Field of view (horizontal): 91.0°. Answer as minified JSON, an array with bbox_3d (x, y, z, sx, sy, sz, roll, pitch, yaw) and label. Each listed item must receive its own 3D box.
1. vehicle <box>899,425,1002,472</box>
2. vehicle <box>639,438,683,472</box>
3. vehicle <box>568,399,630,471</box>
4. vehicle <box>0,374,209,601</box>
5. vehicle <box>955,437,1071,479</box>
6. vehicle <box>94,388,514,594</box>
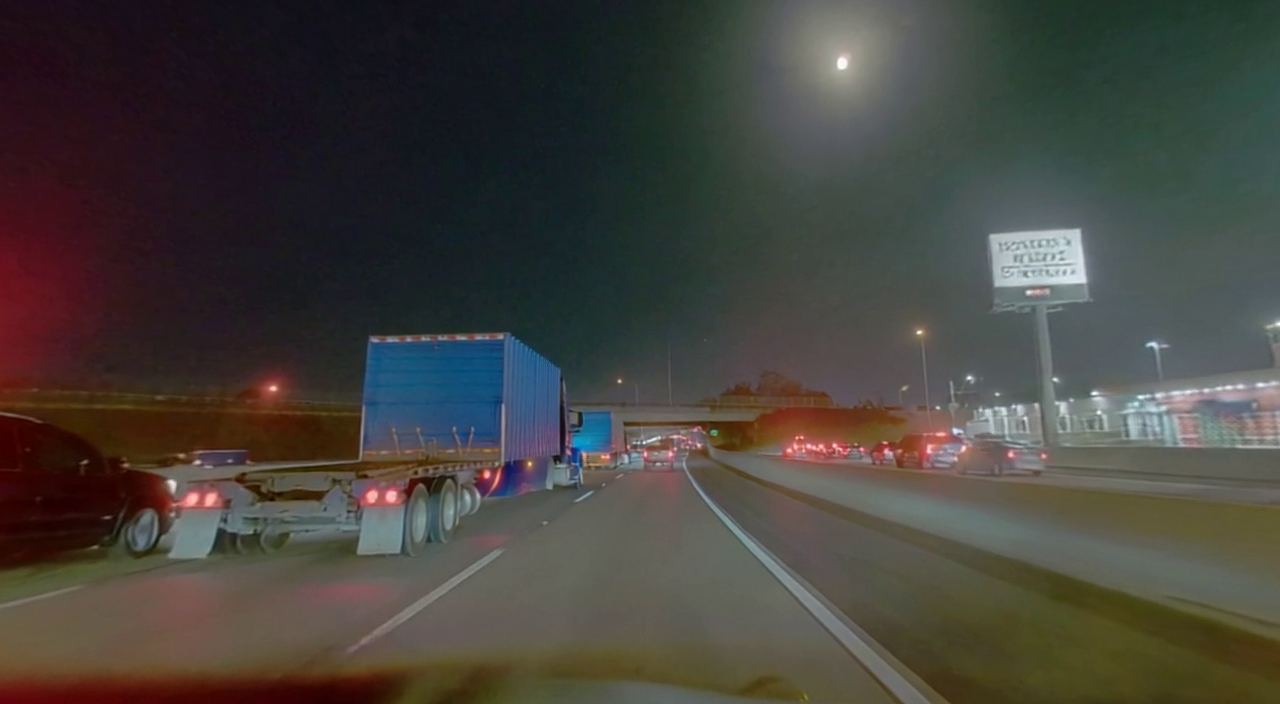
[{"bbox_3d":[14.758,4.655,30.399,2.241,2.052,5.864,-1,-9,3],"label":"vehicle"},{"bbox_3d":[1.110,5.362,32.812,2.178,1.640,4.071,-1,-9,2],"label":"vehicle"},{"bbox_3d":[-2.340,5.293,39.601,3.073,3.894,9.782,0,-9,1],"label":"vehicle"},{"bbox_3d":[-6.751,1.192,5.514,2.323,1.959,5.038,0,-9,1],"label":"vehicle"},{"bbox_3d":[14.403,4.112,24.687,1.859,1.452,4.749,-1,-9,3],"label":"vehicle"},{"bbox_3d":[-3.348,1.508,7.371,2.896,1.779,3.441,-1,-9,3],"label":"vehicle"}]
